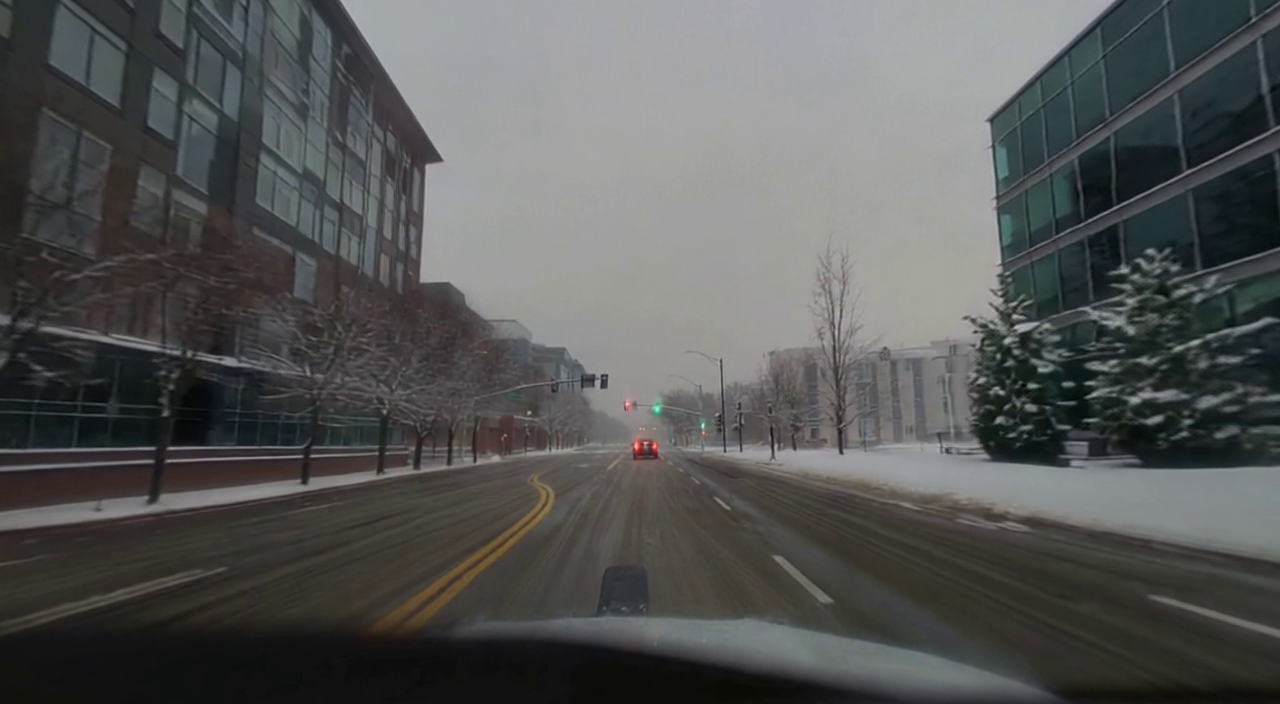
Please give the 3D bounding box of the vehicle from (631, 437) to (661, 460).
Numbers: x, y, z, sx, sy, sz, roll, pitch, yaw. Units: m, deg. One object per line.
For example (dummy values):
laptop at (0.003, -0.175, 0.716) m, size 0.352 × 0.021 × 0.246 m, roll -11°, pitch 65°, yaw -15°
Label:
vehicle at (0.428, 7.418, 48.399) m, size 2.184 × 1.640 × 4.086 m, roll 1°, pitch -9°, yaw -1°
